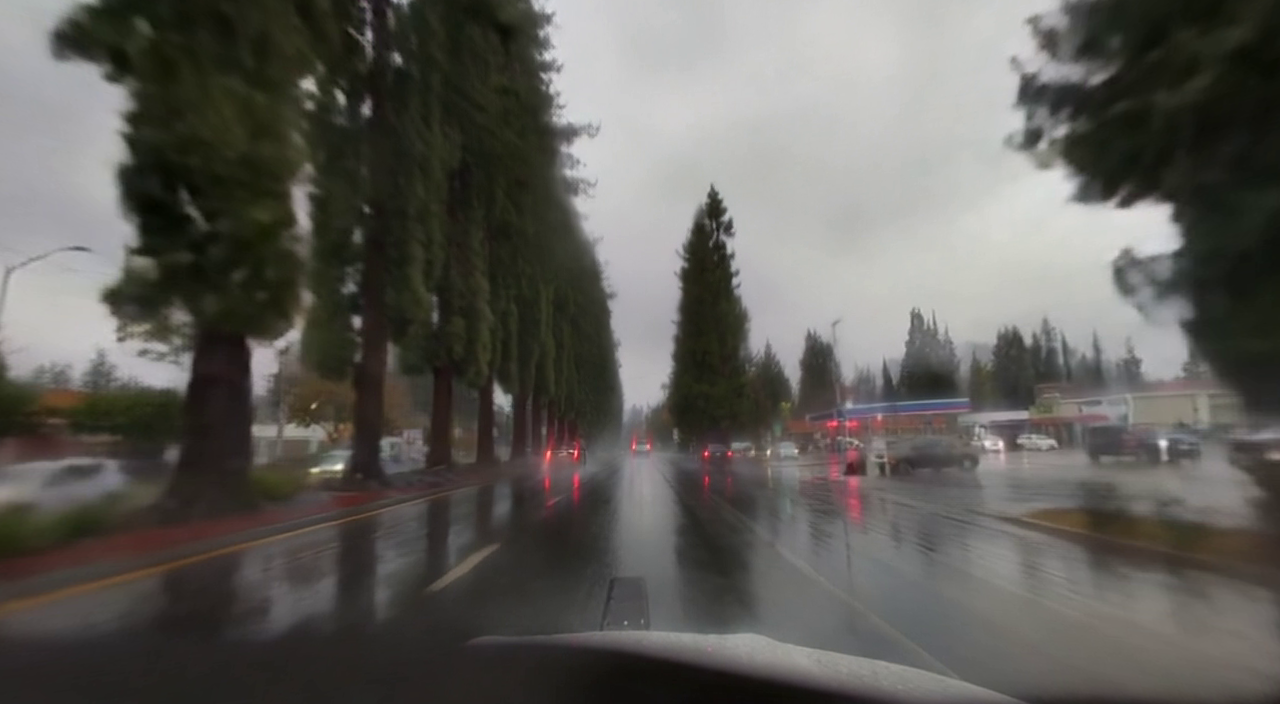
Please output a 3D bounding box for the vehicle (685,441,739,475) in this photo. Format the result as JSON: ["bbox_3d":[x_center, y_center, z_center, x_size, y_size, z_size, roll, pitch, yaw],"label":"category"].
[{"bbox_3d":[3.448,5.153,30.955,2.010,1.486,4.498,0,-8,-1],"label":"vehicle"}]

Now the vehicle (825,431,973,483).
[{"bbox_3d":[9.479,3.835,23.264,4.526,1.768,2.056,1,-9,-8],"label":"vehicle"}]

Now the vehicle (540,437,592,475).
[{"bbox_3d":[-3.632,5.160,31.626,2.051,1.747,4.370,0,-8,1],"label":"vehicle"}]

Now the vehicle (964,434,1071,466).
[{"bbox_3d":[22.567,5.843,37.785,5.111,1.785,2.119,0,-8,-4],"label":"vehicle"}]

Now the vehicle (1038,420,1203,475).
[{"bbox_3d":[16.833,3.353,22.280,4.107,1.487,1.937,-5,-7,3],"label":"vehicle"}]

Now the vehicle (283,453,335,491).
[{"bbox_3d":[-14.778,5.300,28.148,1.839,1.478,4.437,4,-9,-27],"label":"vehicle"}]
